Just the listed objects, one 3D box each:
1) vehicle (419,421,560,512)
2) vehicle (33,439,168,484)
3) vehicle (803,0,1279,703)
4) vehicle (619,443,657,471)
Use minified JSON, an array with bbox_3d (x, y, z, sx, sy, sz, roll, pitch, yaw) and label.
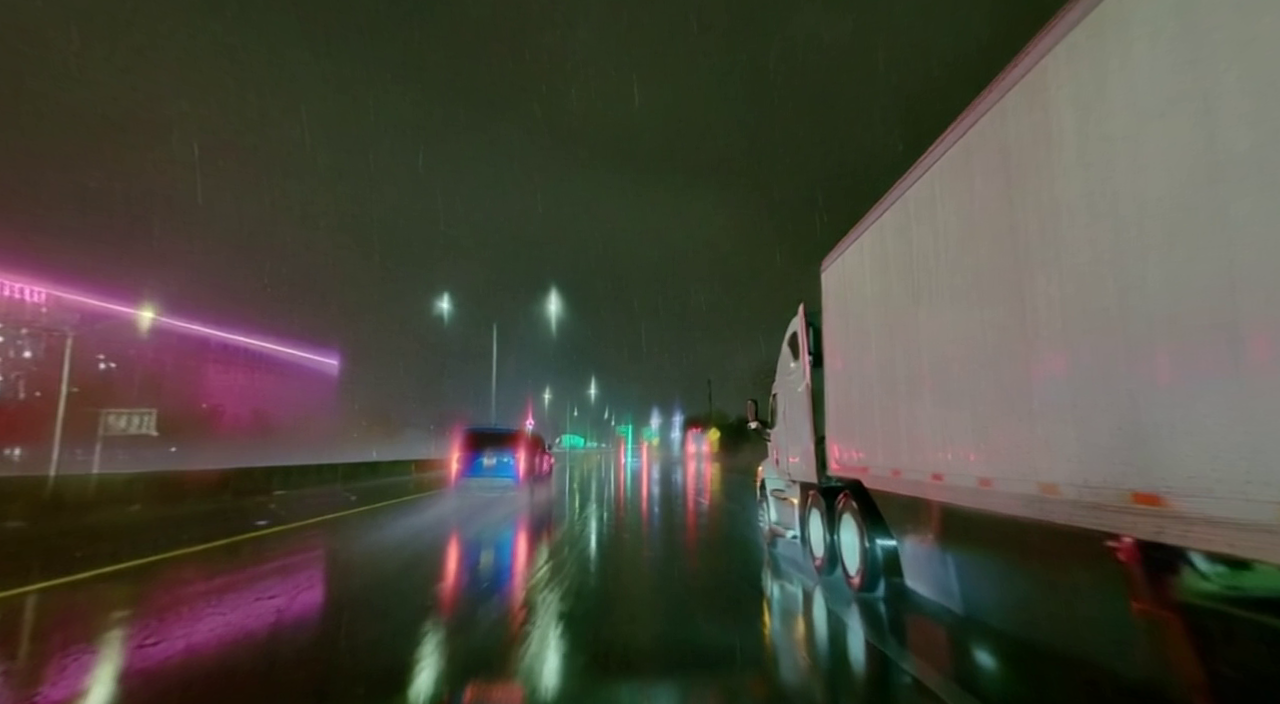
[{"bbox_3d":[-3.327,2.659,15.112,2.229,1.806,4.698,0,-8,0],"label":"vehicle"},{"bbox_3d":[-20.124,4.074,23.800,1.718,1.506,3.774,-2,-8,0],"label":"vehicle"},{"bbox_3d":[3.370,-0.003,1.670,2.934,3.325,10.986,0,-8,0],"label":"vehicle"},{"bbox_3d":[-0.152,5.635,34.149,1.929,1.395,3.999,0,-8,-1],"label":"vehicle"}]
